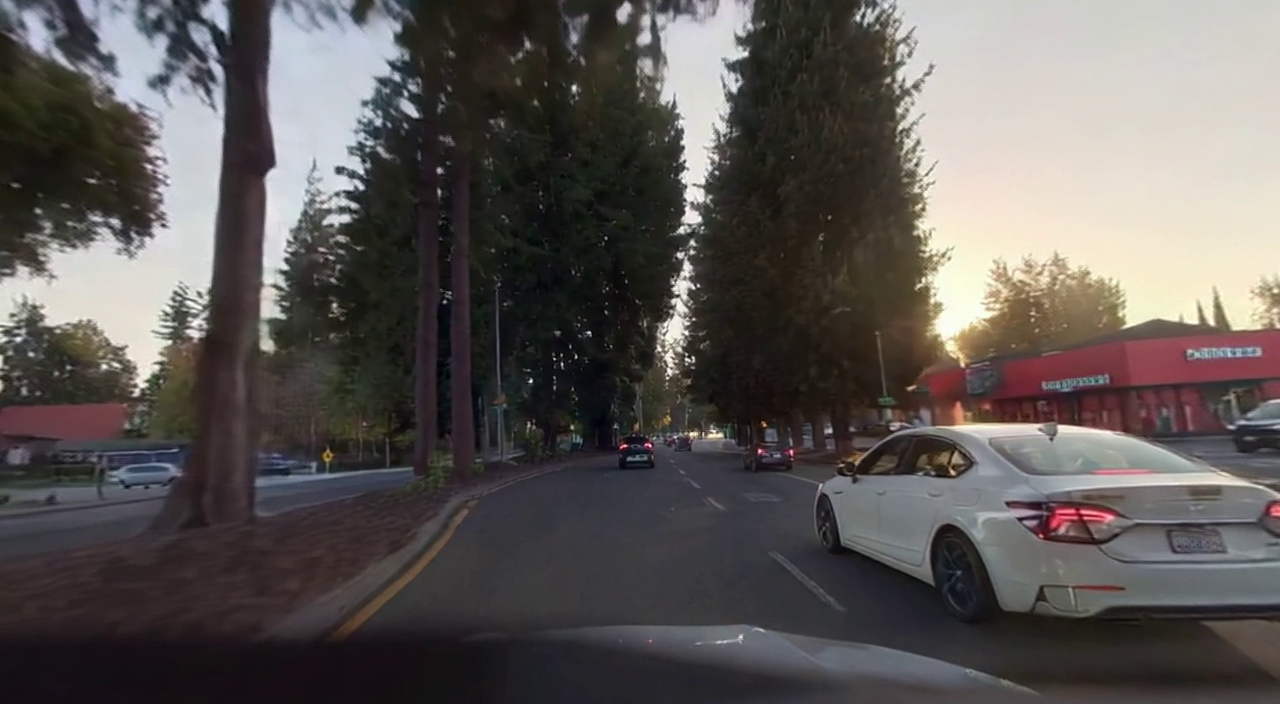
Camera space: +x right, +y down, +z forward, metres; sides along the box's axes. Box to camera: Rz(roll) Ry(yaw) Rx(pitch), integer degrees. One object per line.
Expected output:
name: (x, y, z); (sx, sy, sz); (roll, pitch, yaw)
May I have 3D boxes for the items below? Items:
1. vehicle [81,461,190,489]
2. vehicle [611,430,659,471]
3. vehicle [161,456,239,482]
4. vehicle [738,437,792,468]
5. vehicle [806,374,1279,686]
vehicle: (-29.976, 7.297, 37.631); (4.689, 1.535, 2.042); (0, -8, -1)
vehicle: (-0.217, 4.692, 30.127); (2.106, 1.798, 4.168); (0, -8, 0)
vehicle: (-30.267, 8.051, 43.536); (4.058, 1.535, 1.826); (-2, -8, -1)
vehicle: (6.306, 5.111, 32.290); (1.883, 1.452, 4.258); (0, -8, 0)
vehicle: (3.196, 1.273, 5.685); (2.153, 1.658, 4.485); (0, -8, 0)
